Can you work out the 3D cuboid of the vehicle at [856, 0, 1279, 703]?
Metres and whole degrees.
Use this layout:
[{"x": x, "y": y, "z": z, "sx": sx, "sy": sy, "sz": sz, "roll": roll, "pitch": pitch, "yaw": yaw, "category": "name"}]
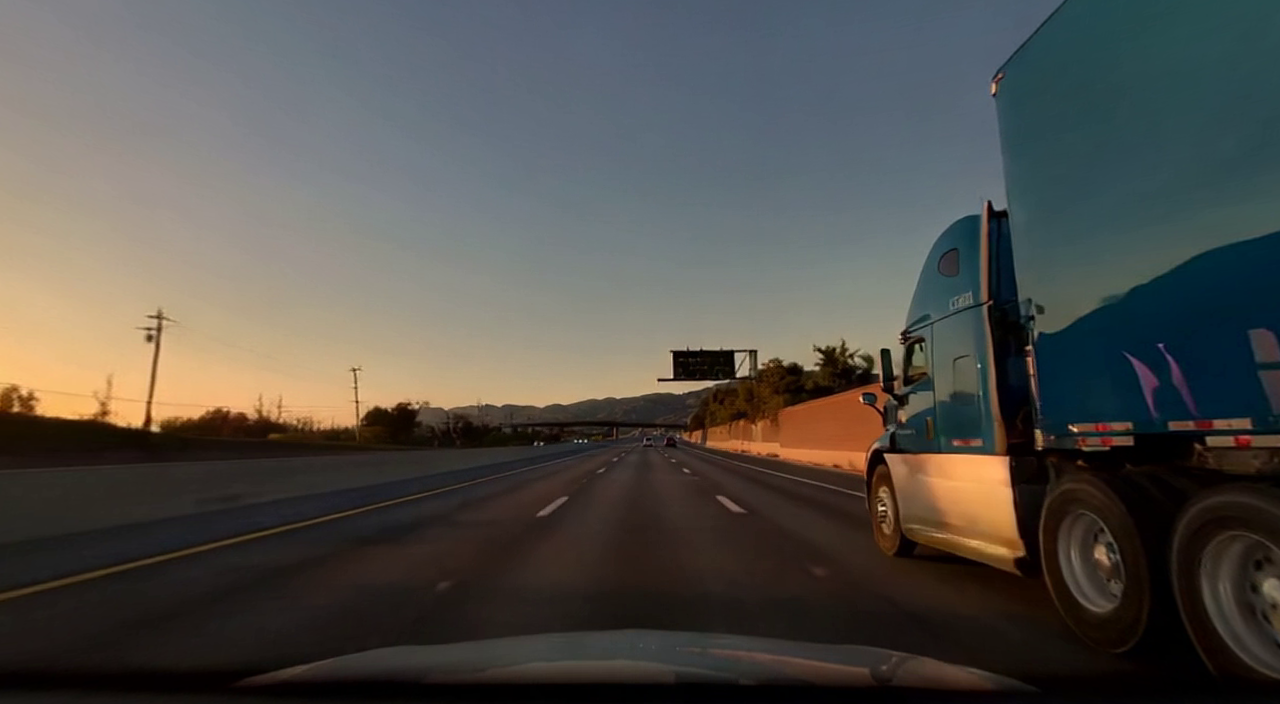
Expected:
[{"x": 3.836, "y": -0.268, "z": 1.988, "sx": 3.012, "sy": 3.768, "sz": 8.945, "roll": 0, "pitch": -8, "yaw": 0, "category": "vehicle"}]
